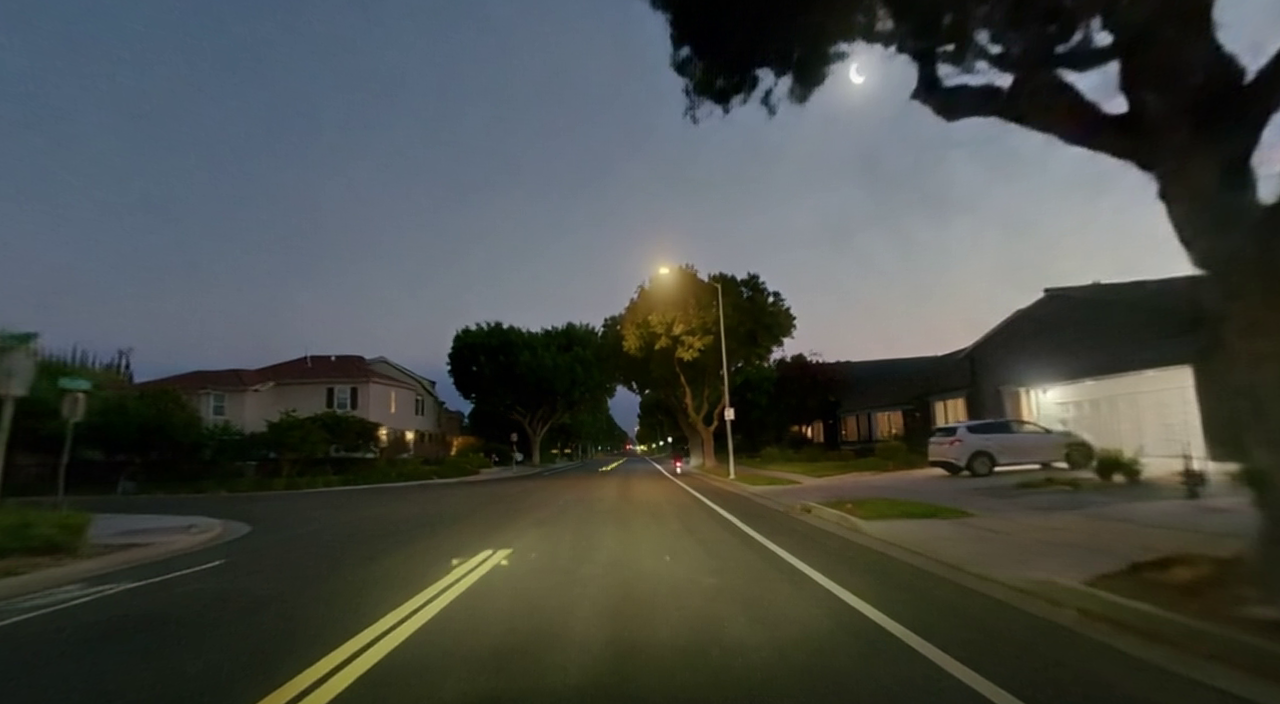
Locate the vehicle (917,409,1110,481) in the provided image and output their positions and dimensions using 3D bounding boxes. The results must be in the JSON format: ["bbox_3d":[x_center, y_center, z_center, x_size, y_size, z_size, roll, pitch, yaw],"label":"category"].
[{"bbox_3d":[10.318,2.606,17.764,4.146,1.866,1.897,-1,-9,6],"label":"vehicle"}]
